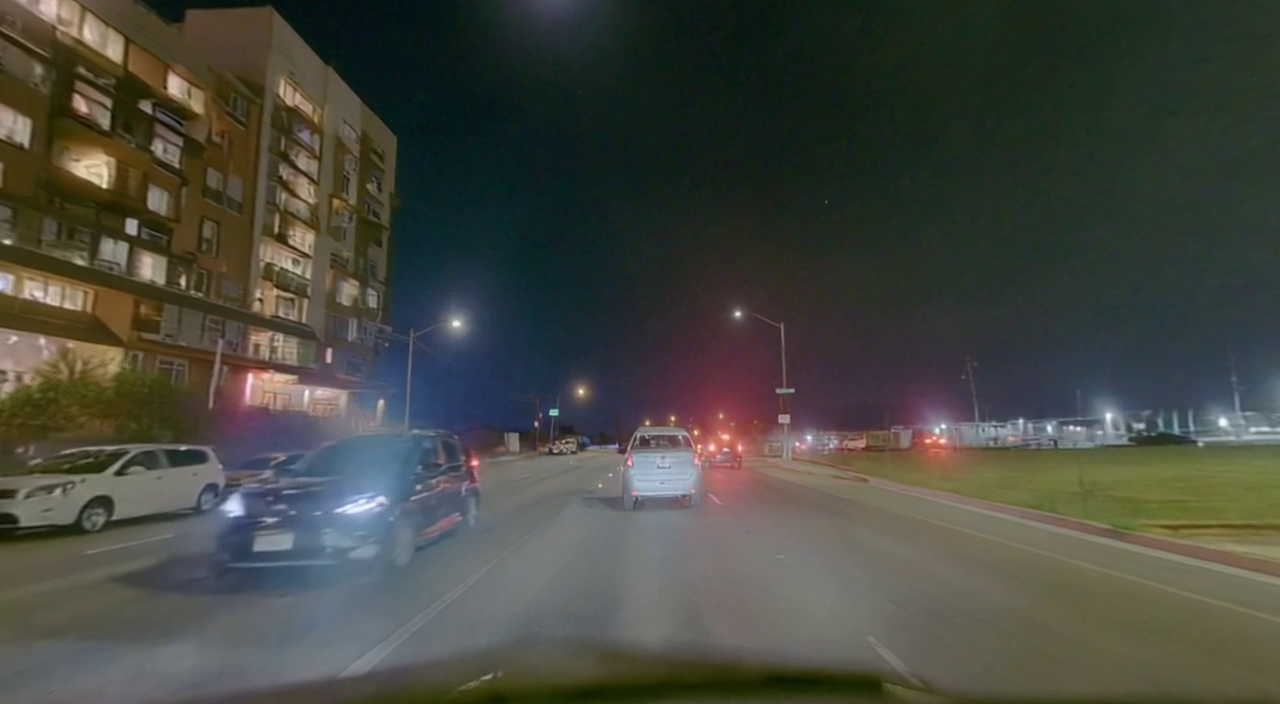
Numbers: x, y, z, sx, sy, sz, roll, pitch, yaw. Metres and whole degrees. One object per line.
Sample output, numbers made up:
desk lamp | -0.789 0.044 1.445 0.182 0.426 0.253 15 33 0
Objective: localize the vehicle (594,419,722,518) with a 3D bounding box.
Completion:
vehicle | 0.274 2.221 12.465 2.132 1.632 3.838 0 -8 -1

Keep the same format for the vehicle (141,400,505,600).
vehicle | -3.225 1.606 7.733 2.086 1.702 4.451 -1 -8 1

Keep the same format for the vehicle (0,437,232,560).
vehicle | -10.404 2.596 12.098 1.940 1.816 4.721 -1 -7 0
